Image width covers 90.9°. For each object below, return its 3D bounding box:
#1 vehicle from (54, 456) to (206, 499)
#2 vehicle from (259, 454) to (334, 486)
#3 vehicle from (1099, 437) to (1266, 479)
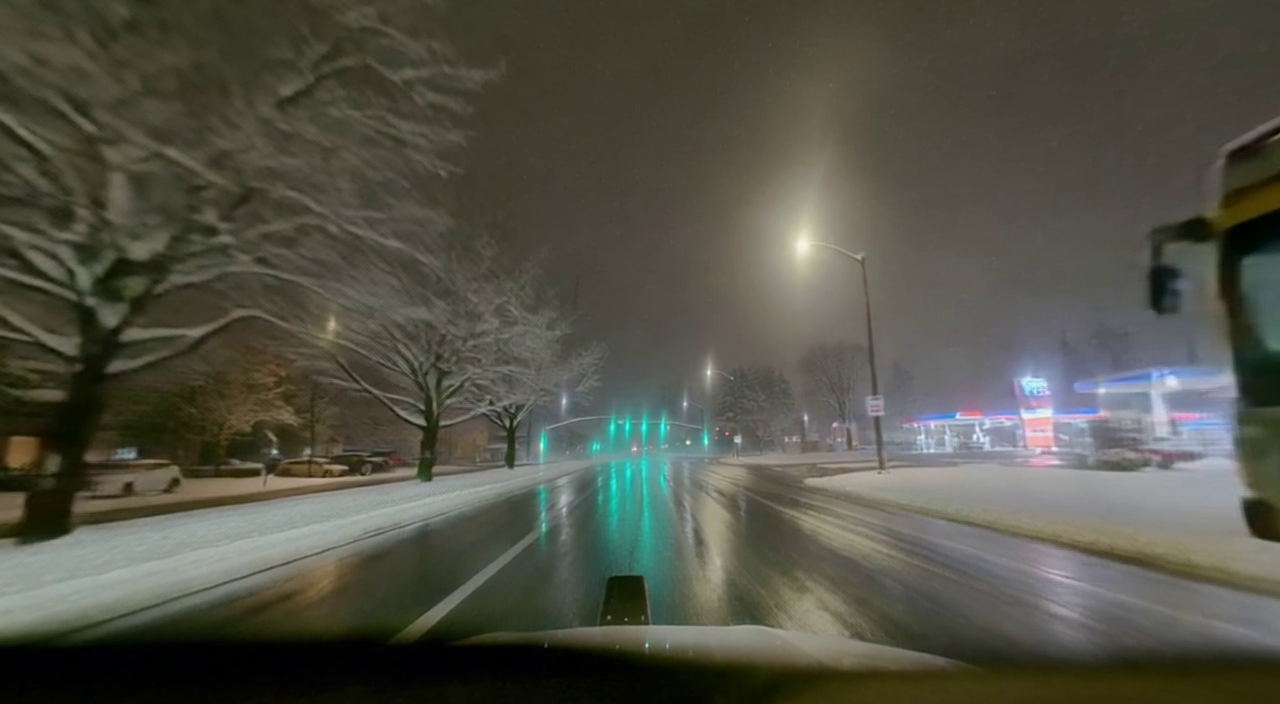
[{"bbox_3d":[-21.419,5.245,26.792,2.114,1.602,4.824,-1,-9,6],"label":"vehicle"},{"bbox_3d":[-25.100,8.605,46.118,4.386,2.004,1.991,-4,-9,-2],"label":"vehicle"},{"bbox_3d":[19.468,3.816,22.775,4.238,1.432,1.910,0,-9,0],"label":"vehicle"}]
